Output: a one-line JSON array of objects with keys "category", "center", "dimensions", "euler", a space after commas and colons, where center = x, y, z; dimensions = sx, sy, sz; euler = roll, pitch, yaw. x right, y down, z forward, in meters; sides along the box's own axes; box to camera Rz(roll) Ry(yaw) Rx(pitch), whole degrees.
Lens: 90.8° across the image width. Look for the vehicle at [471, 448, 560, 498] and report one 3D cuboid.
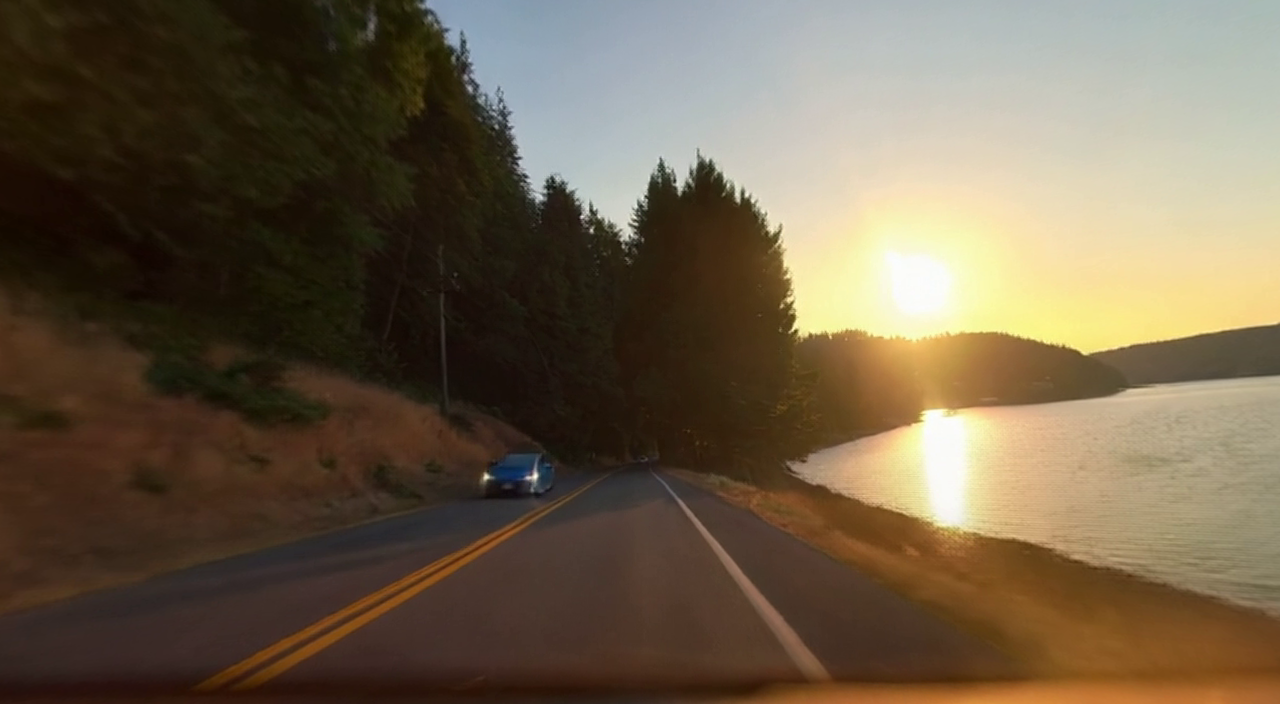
[{"category": "vehicle", "center": [-4.265, 4.217, 22.477], "dimensions": [2.179, 1.579, 4.637], "euler": [0, -9, 1]}]
